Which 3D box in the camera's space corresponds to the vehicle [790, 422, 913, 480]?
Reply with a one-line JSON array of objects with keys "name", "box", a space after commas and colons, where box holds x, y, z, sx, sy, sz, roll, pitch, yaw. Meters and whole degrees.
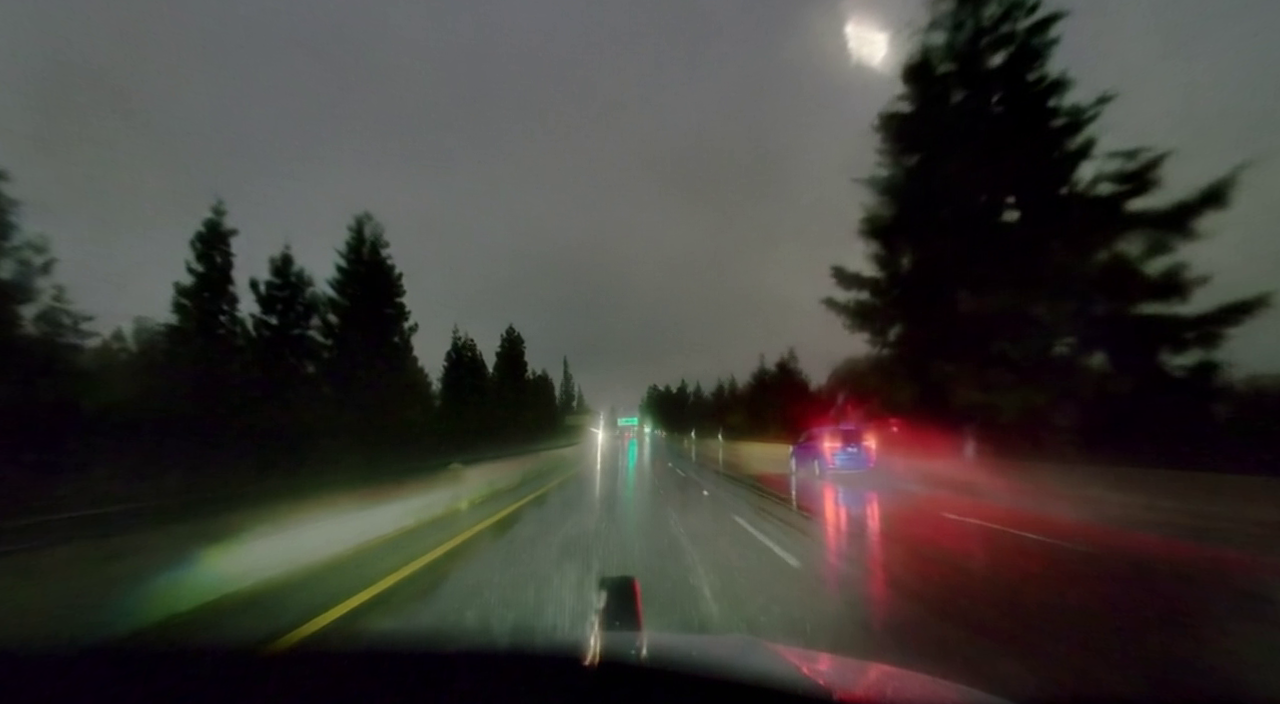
[{"name": "vehicle", "box": [6.878, 3.291, 21.217, 2.273, 1.698, 4.863, 0, -8, -3]}]
